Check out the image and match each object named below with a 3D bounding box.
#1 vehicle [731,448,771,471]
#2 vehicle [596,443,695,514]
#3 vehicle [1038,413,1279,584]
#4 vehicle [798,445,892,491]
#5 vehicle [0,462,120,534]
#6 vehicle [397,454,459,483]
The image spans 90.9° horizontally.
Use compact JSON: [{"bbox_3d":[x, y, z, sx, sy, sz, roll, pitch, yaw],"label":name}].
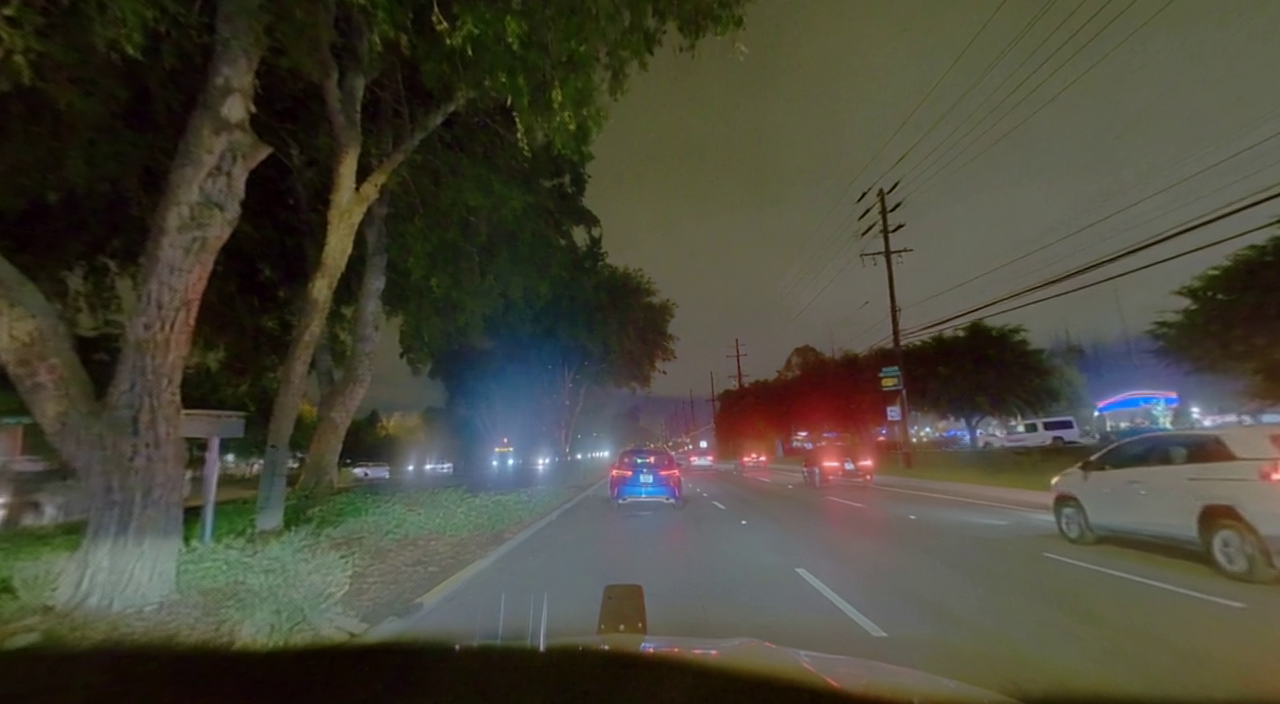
[{"bbox_3d":[7.734,7.508,44.273,1.899,1.458,4.499,0,-8,-1],"label":"vehicle"},{"bbox_3d":[0.134,2.997,15.470,2.108,1.479,3.935,0,-8,0],"label":"vehicle"},{"bbox_3d":[7.252,1.636,7.562,1.983,1.649,4.557,0,-8,1],"label":"vehicle"},{"bbox_3d":[7.246,4.126,22.858,1.850,1.480,4.474,0,-8,-1],"label":"vehicle"},{"bbox_3d":[-15.063,3.465,15.246,1.701,1.494,3.791,0,-8,0],"label":"vehicle"},{"bbox_3d":[-12.088,6.636,36.316,1.942,1.481,4.621,0,-8,1],"label":"vehicle"}]
